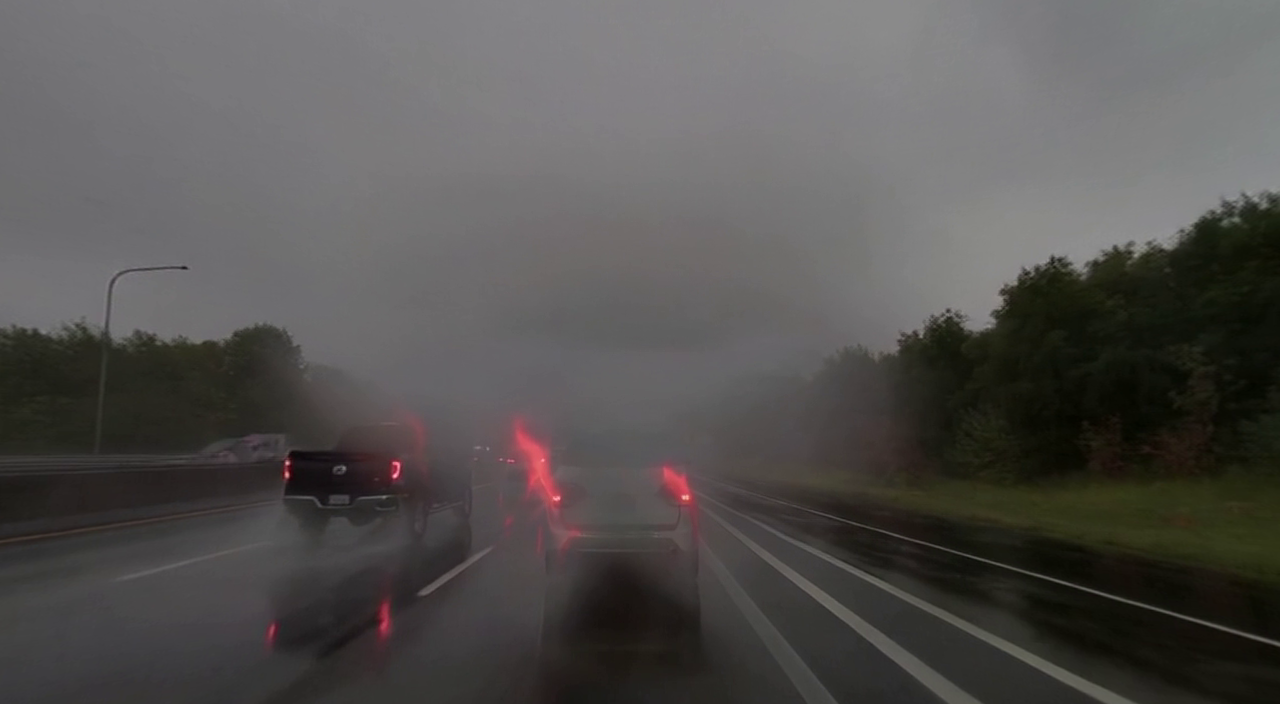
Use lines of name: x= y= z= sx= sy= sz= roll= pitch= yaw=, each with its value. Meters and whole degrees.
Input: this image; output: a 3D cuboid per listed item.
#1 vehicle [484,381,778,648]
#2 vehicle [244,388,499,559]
vehicle: x=-0.090 y=1.362 z=6.080 sx=1.995 sy=1.798 sz=3.380 roll=0 pitch=-9 yaw=-1
vehicle: x=-3.947 y=1.903 z=10.468 sx=2.055 sy=2.144 sz=4.782 roll=-1 pitch=-9 yaw=0
